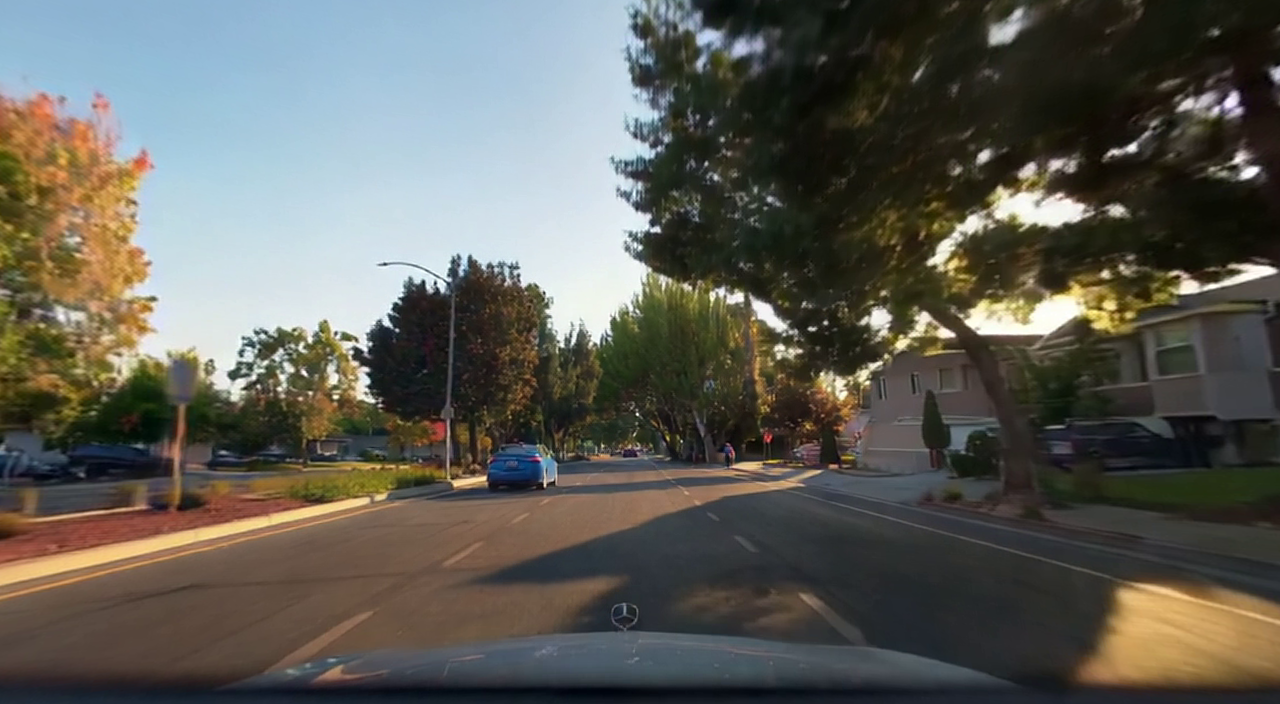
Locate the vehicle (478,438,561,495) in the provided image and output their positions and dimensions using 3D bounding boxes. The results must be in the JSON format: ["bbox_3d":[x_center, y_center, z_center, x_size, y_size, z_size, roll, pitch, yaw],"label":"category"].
[{"bbox_3d":[-4.014,3.880,21.841,1.993,1.733,4.262,-1,-9,1],"label":"vehicle"}]
